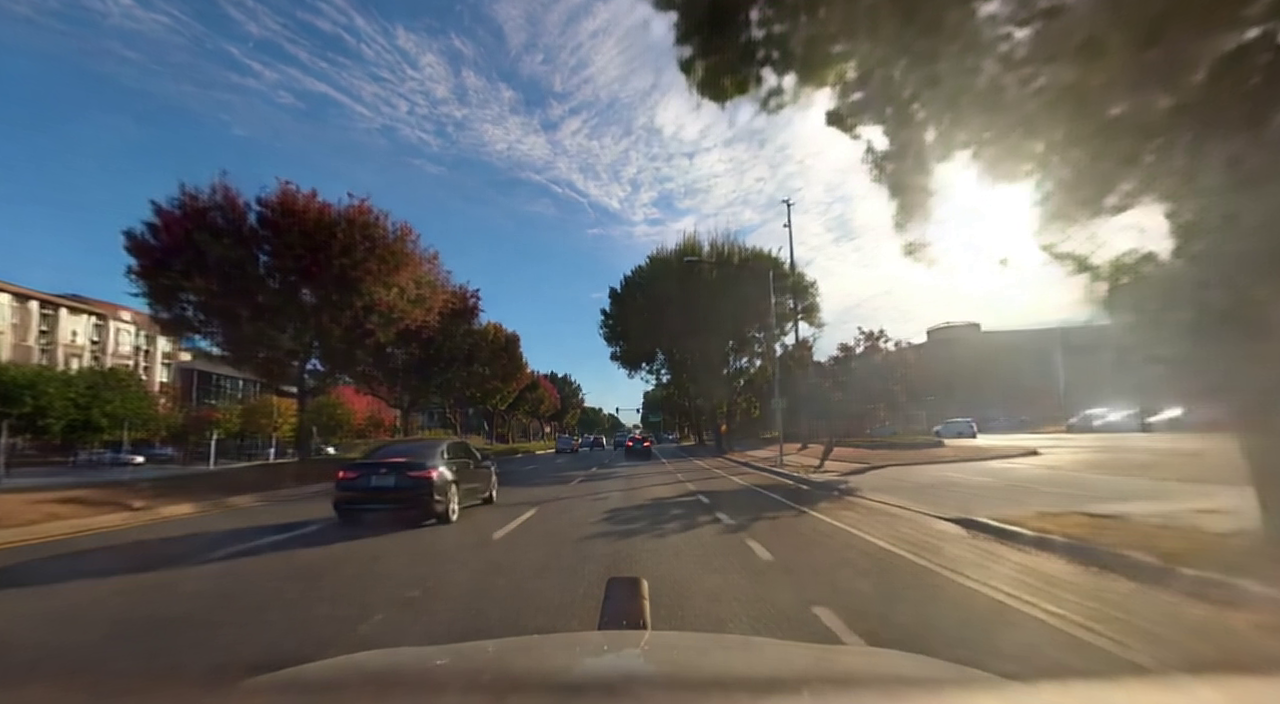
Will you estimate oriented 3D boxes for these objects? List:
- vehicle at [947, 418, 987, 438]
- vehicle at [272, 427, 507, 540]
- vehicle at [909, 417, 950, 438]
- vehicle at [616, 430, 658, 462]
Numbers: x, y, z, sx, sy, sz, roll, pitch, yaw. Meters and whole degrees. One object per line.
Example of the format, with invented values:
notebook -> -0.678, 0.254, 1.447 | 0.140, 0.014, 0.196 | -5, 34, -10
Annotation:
vehicle -> 24.326, 5.690, 46.999 | 1.741, 1.416, 3.831 | -3, -8, 14
vehicle -> -3.832, 2.088, 10.822 | 1.942, 1.462, 4.905 | -1, -8, 1
vehicle -> 21.840, 5.763, 47.741 | 1.833, 1.471, 4.656 | -2, -8, 13
vehicle -> -0.161, 5.235, 35.352 | 2.199, 1.652, 4.101 | 0, -8, 0
